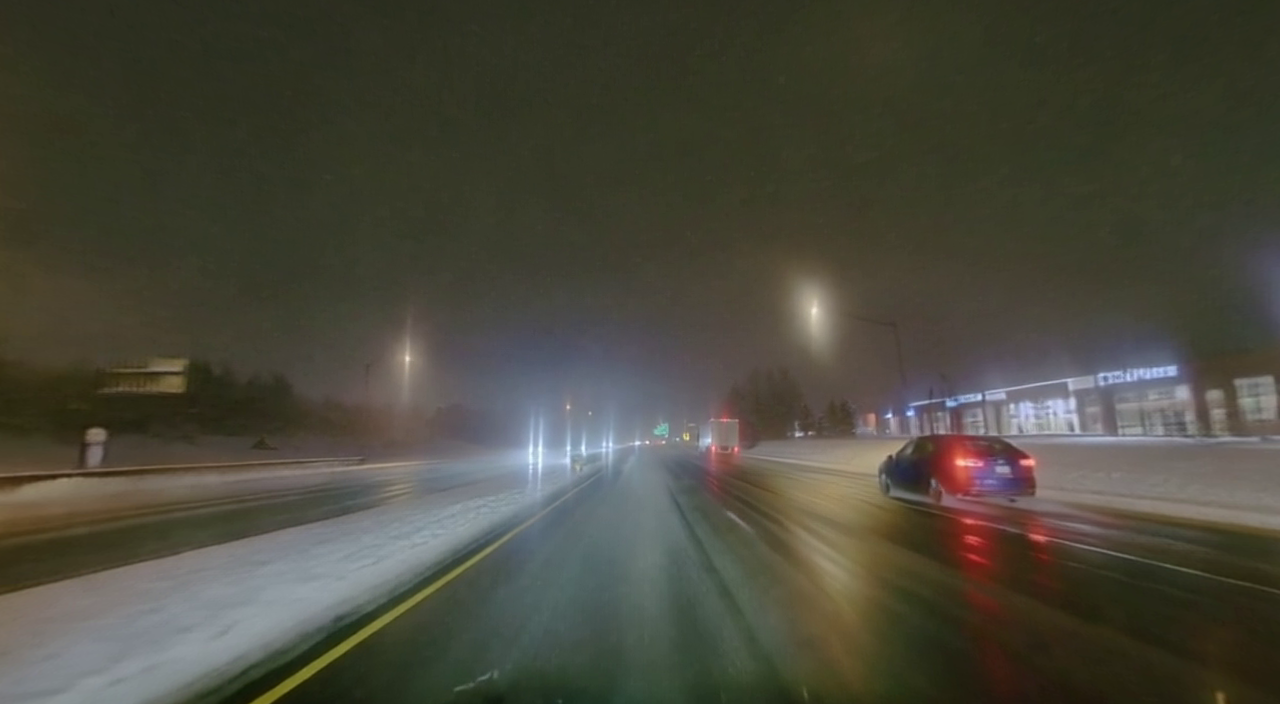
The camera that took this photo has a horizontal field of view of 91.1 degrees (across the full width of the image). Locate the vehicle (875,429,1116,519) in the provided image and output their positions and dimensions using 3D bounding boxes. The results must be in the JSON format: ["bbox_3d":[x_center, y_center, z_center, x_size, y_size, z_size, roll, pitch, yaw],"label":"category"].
[{"bbox_3d":[6.977,2.444,13.194,2.079,1.518,5.032,0,-8,-1],"label":"vehicle"}]
